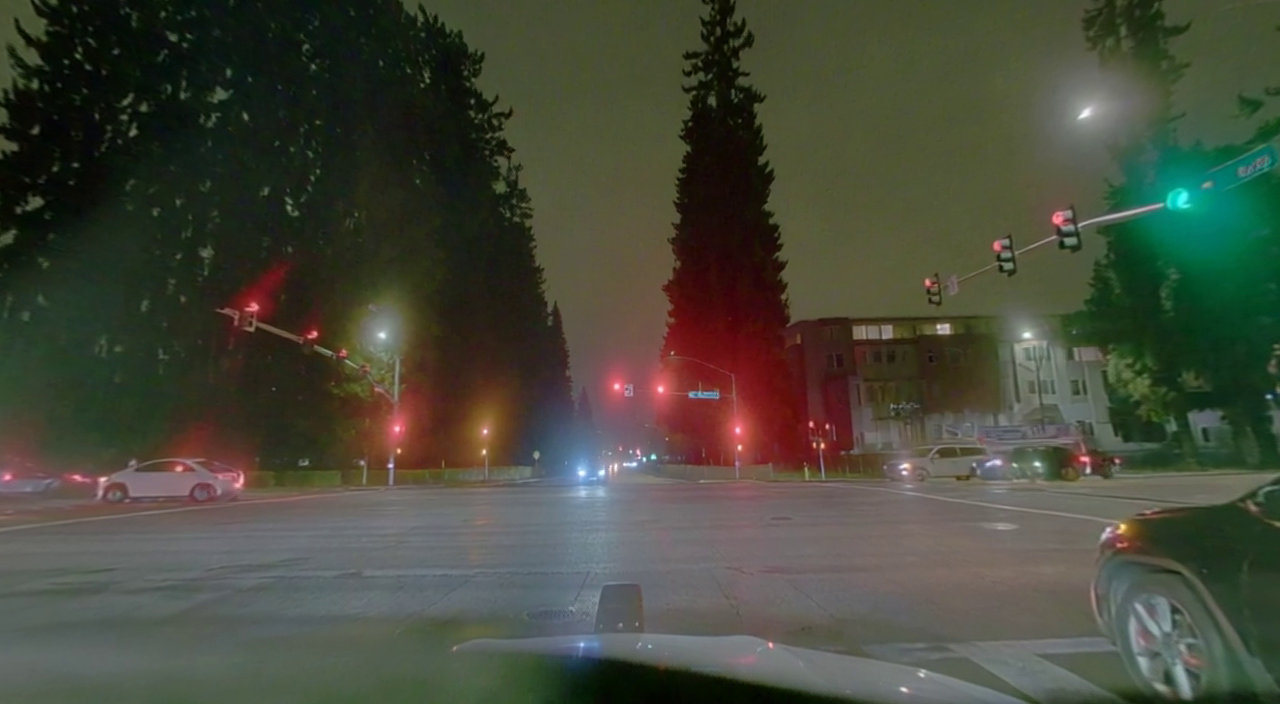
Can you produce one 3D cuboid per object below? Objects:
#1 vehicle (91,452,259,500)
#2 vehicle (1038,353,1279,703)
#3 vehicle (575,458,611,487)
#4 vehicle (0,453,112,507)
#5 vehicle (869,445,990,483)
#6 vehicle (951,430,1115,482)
[{"bbox_3d":[-18.735,5.030,25.703,4.798,1.763,2.536,-1,-10,0],"label":"vehicle"},{"bbox_3d":[3.745,0.819,2.311,2.227,1.705,4.719,-2,-9,11],"label":"vehicle"},{"bbox_3d":[-3.181,7.970,42.091,2.162,1.740,4.728,1,-9,-7],"label":"vehicle"},{"bbox_3d":[-22.065,4.468,22.293,4.748,1.727,2.325,0,-9,1],"label":"vehicle"},{"bbox_3d":[15.552,6.023,34.201,5.220,1.897,2.596,0,-9,0],"label":"vehicle"},{"bbox_3d":[18.985,5.051,30.841,6.109,2.348,2.683,0,-9,0],"label":"vehicle"}]
